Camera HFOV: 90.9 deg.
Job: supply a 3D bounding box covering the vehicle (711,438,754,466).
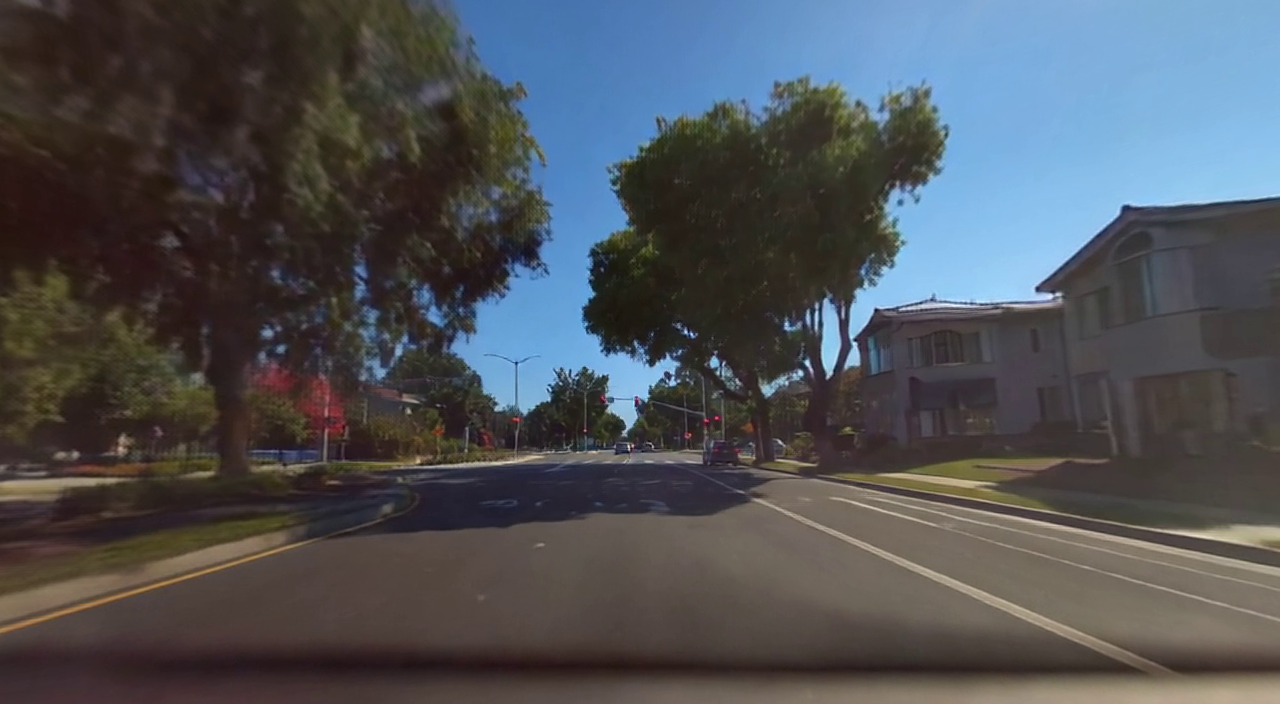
[{"bbox_3d":[6.163,6.754,42.531,2.094,1.766,4.792,0,-9,0],"label":"vehicle"}]
